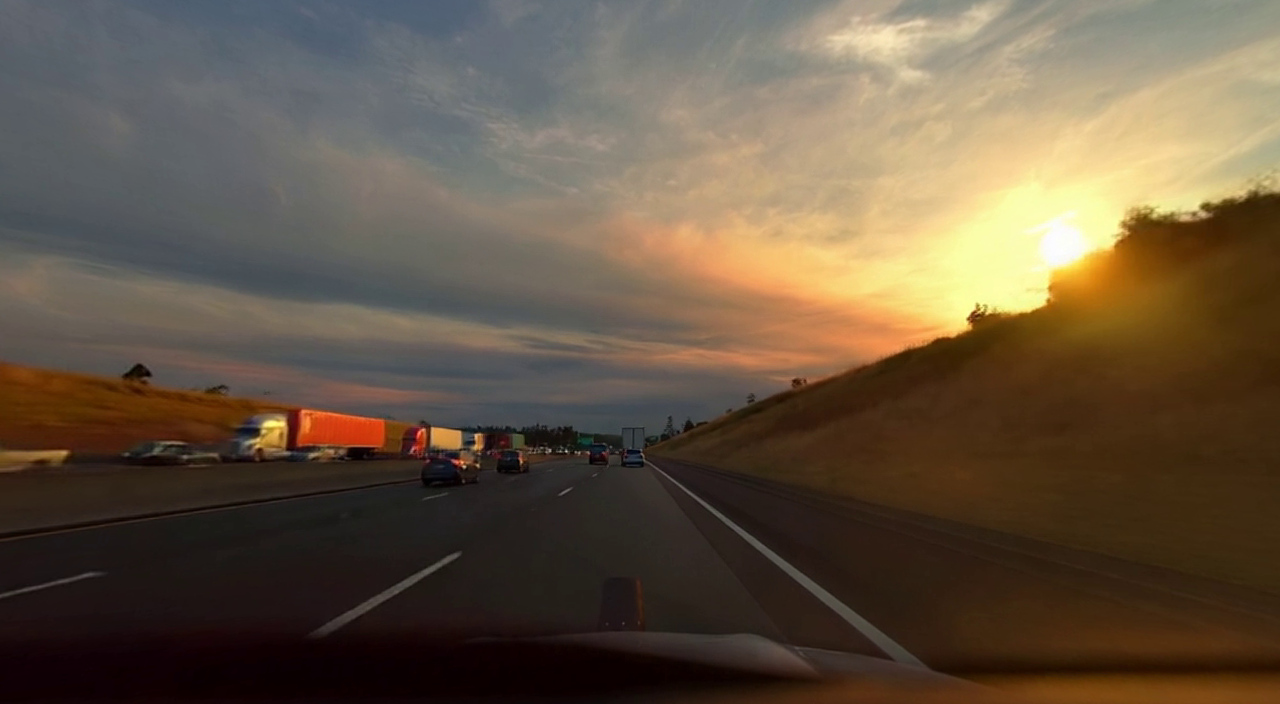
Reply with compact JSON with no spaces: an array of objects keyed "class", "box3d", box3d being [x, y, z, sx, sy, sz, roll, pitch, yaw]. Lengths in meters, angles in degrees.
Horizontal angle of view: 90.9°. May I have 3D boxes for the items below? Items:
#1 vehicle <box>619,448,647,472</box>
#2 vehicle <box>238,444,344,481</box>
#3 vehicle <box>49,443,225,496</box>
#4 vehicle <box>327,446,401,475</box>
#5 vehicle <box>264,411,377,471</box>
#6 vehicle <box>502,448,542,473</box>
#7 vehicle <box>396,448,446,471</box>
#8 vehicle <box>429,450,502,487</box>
[{"class":"vehicle","box3d":[-0.520,8.010,46.802,2.009,1.657,3.962,0,-9,-1]},{"class":"vehicle","box3d":[-14.589,4.637,26.663,2.056,1.438,4.297,0,-9,-1]},{"class":"vehicle","box3d":[-14.679,3.434,18.766,1.927,1.393,4.071,0,-9,-1]},{"class":"vehicle","box3d":[-14.951,5.896,34.454,2.121,1.452,4.356,0,-9,-1]},{"class":"vehicle","box3d":[-19.737,5.641,39.678,2.935,3.383,7.992,0,-9,-1]},{"class":"vehicle","box3d":[-8.231,7.599,44.365,2.004,1.629,4.506,0,-9,0]},{"class":"vehicle","box3d":[-15.275,7.509,44.199,1.918,1.466,4.632,0,-9,0]},{"class":"vehicle","box3d":[-7.406,4.954,27.197,1.895,1.446,4.456,0,-9,0]}]
